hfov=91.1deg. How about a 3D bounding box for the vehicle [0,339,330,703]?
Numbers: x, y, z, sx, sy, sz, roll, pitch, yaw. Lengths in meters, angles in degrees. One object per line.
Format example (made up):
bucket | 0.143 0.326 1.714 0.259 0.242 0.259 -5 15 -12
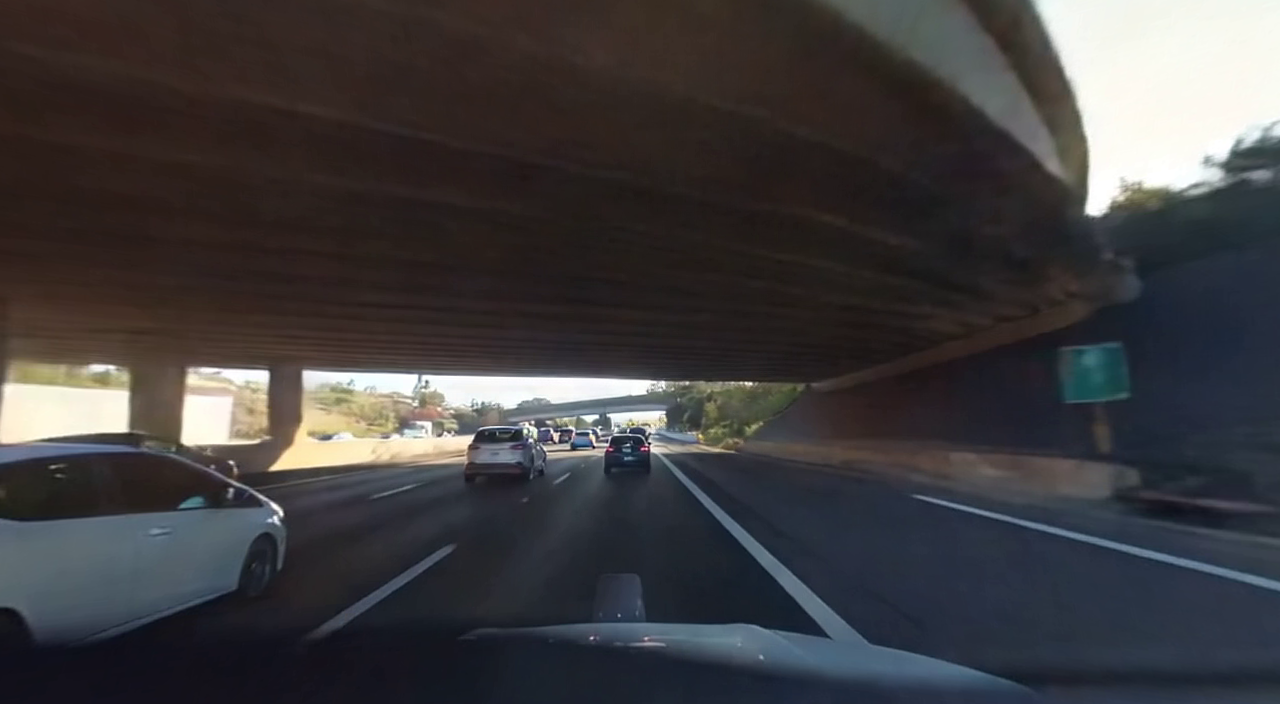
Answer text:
vehicle | -3.824 0.900 3.408 2.107 1.703 4.274 0 -8 0

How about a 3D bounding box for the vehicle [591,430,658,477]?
vehicle | -0.501 3.404 21.438 2.070 1.452 3.834 0 -8 -1

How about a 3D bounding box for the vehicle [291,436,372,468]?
vehicle | -15.343 4.954 31.580 1.892 1.467 4.376 0 -8 -1

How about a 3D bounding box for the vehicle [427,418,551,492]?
vehicle | -3.854 2.712 16.996 2.154 1.690 4.595 0 -8 1
